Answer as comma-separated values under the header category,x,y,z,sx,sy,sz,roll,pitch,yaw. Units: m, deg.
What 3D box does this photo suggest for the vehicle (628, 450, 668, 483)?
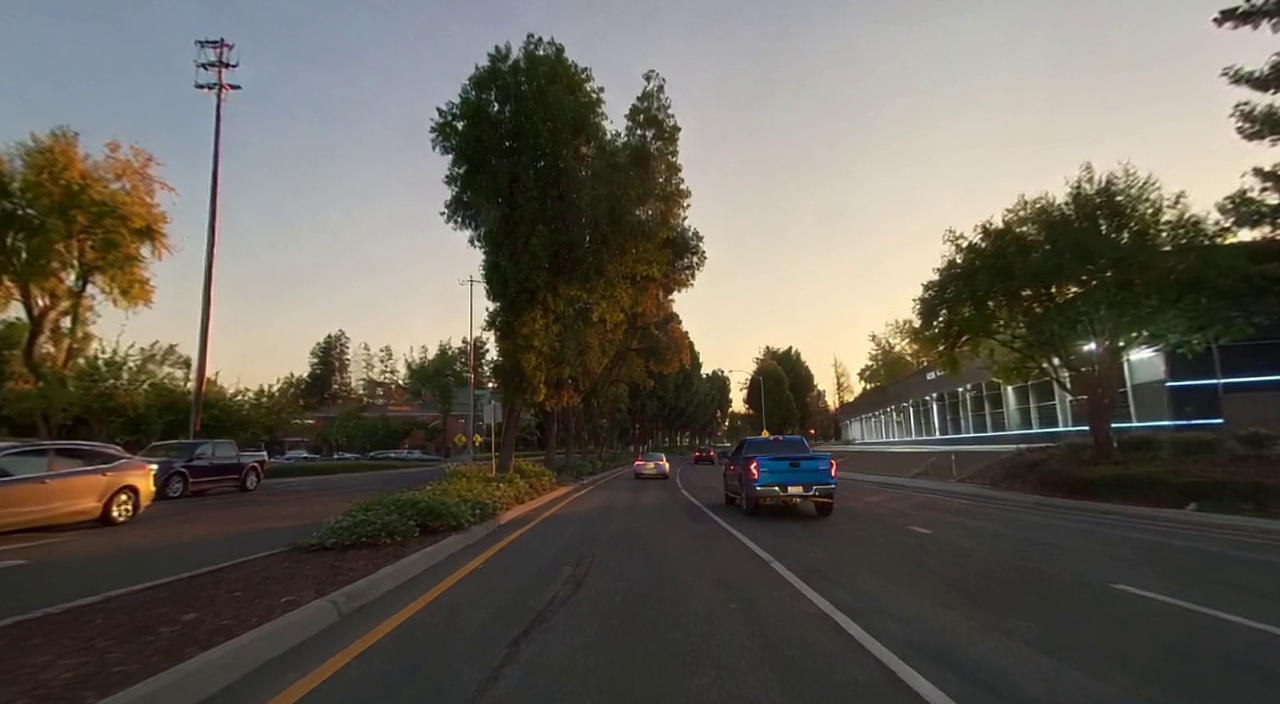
category,x,y,z,sx,sy,sz,roll,pitch,yaw
vehicle,0.452,5.912,32.806,1.968,1.521,4.262,0,-9,2

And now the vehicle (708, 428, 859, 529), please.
category,x,y,z,sx,sy,sz,roll,pitch,yaw
vehicle,3.083,2.891,15.094,2.367,1.919,5.651,0,-9,1

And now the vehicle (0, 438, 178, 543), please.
category,x,y,z,sx,sy,sz,roll,pitch,yaw
vehicle,-10.451,2.225,10.512,1.991,1.537,4.605,1,-9,-1

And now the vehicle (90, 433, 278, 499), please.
category,x,y,z,sx,sy,sz,roll,pitch,yaw
vehicle,-14.401,3.617,20.404,2.154,1.806,5.096,0,-9,1
